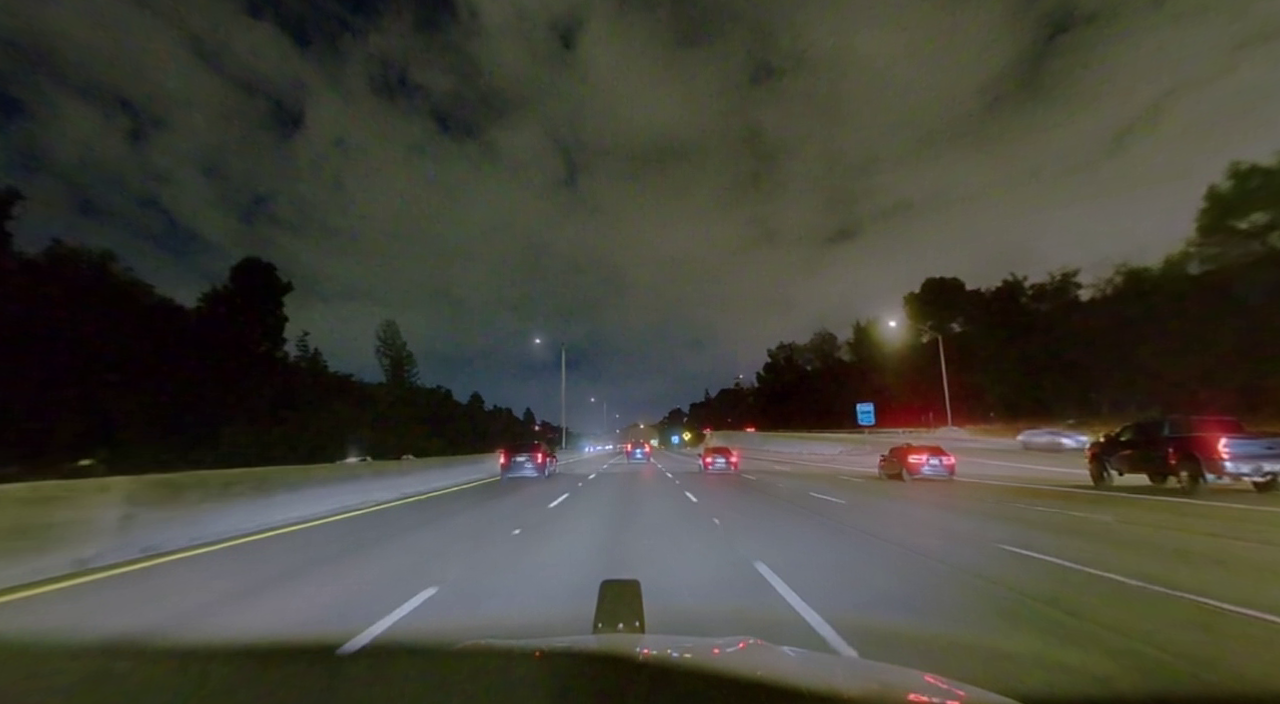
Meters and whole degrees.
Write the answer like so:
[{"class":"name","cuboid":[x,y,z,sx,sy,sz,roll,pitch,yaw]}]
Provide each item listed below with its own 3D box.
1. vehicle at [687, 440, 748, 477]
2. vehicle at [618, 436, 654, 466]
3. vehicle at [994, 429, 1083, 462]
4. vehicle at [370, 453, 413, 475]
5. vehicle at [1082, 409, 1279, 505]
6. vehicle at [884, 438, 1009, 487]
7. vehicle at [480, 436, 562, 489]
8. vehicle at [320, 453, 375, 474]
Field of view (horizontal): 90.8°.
[{"class":"vehicle","cuboid":[3.233,4.559,27.285,2.007,1.469,4.337,0,-9,-1]},{"class":"vehicle","cuboid":[-0.241,6.474,41.298,2.192,1.813,4.864,0,-9,0]},{"class":"vehicle","cuboid":[19.715,4.666,31.484,1.787,1.510,3.947,0,-9,-1]},{"class":"vehicle","cuboid":[-16.246,7.315,41.452,1.504,1.354,3.323,0,-8,0]},{"class":"vehicle","cuboid":[12.949,2.349,14.448,2.076,1.799,4.871,0,-9,-1]},{"class":"vehicle","cuboid":[9.568,3.474,20.131,1.910,1.384,3.867,0,-9,-2]},{"class":"vehicle","cuboid":[-3.972,3.765,21.838,1.992,1.651,4.185,0,-9,0]},{"class":"vehicle","cuboid":[-22.897,8.739,49.644,2.028,1.520,4.654,0,-9,0]}]
